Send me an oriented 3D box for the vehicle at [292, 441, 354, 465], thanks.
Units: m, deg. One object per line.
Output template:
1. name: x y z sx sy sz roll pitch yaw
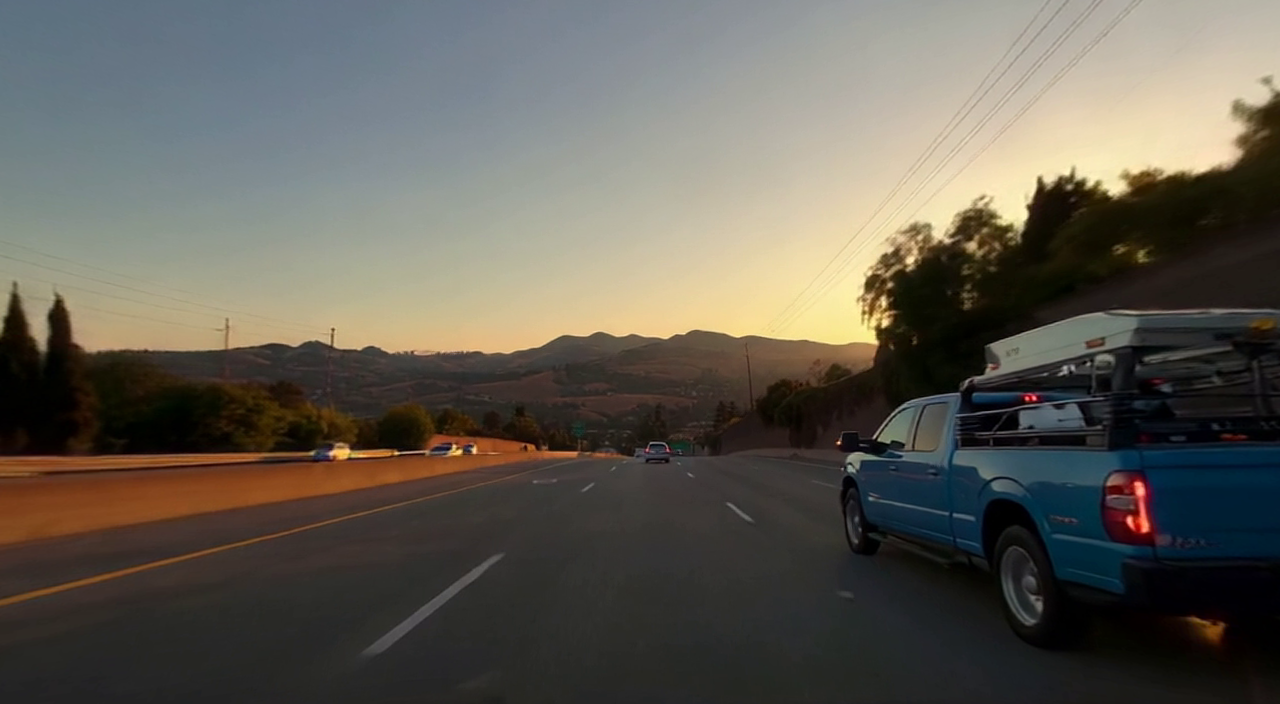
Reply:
1. vehicle: -25.082 8.015 49.886 2.176 1.793 4.917 -1 -9 3

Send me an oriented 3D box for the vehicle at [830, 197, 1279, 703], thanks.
1. vehicle: 3.759 0.891 4.877 2.538 2.228 6.370 0 -9 0

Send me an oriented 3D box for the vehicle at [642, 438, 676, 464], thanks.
1. vehicle: 1.148 6.385 40.489 2.034 1.549 4.147 0 -9 0
